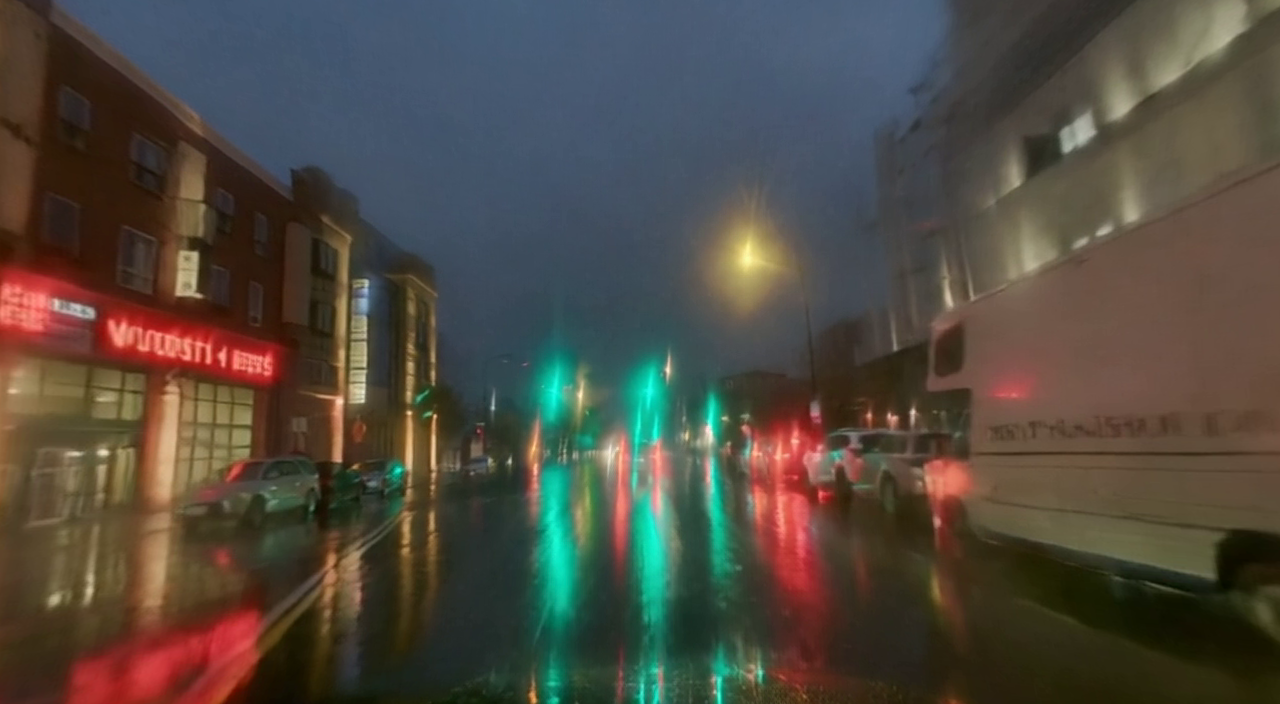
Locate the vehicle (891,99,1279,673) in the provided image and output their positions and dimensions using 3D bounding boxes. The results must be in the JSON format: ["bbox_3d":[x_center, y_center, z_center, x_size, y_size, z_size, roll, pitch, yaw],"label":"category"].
[{"bbox_3d":[5.429,0.514,6.054,2.893,3.553,7.295,0,-8,-1],"label":"vehicle"}]

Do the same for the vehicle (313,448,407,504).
[{"bbox_3d":[-11.469,5.053,26.259,1.872,1.731,4.656,-4,-6,-2],"label":"vehicle"}]

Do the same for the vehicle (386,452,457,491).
[{"bbox_3d":[-11.233,6.138,32.866,1.920,1.498,4.591,-5,-6,1],"label":"vehicle"}]

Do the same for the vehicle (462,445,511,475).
[{"bbox_3d":[-11.434,8.024,47.416,2.240,2.052,5.872,0,-8,0],"label":"vehicle"}]

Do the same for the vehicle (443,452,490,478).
[{"bbox_3d":[-11.225,7.342,41.188,1.868,1.502,4.626,0,-8,-2],"label":"vehicle"}]

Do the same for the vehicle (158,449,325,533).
[{"bbox_3d":[-11.299,3.890,18.329,2.055,1.685,4.370,-5,-5,-1],"label":"vehicle"}]

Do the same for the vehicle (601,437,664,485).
[{"bbox_3d":[-0.273,3.943,23.177,2.086,1.575,4.205,0,-8,-1],"label":"vehicle"}]
